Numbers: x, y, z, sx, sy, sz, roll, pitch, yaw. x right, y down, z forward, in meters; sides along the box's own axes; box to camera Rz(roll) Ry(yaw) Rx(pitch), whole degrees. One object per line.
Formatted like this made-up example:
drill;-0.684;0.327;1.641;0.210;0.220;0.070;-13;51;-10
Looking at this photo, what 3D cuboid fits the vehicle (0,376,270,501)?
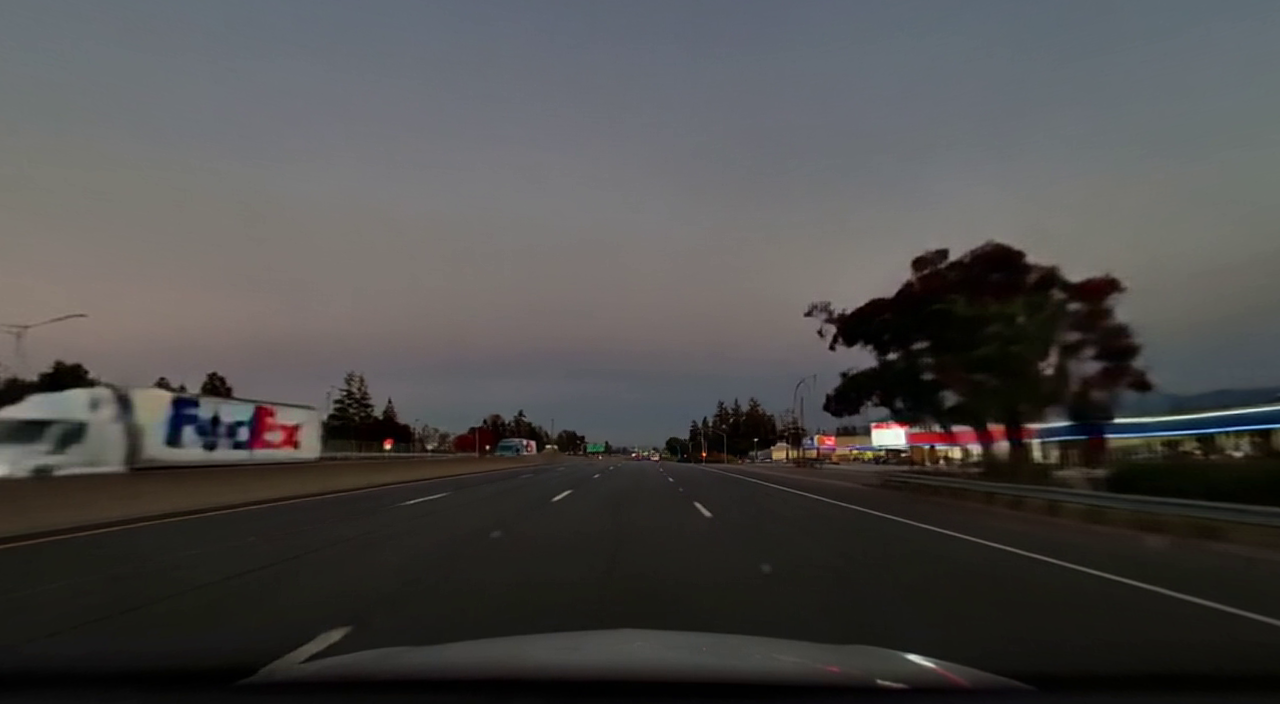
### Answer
vehicle;-21.843;3.864;27.690;2.979;4.143;13.383;0;-9;0
